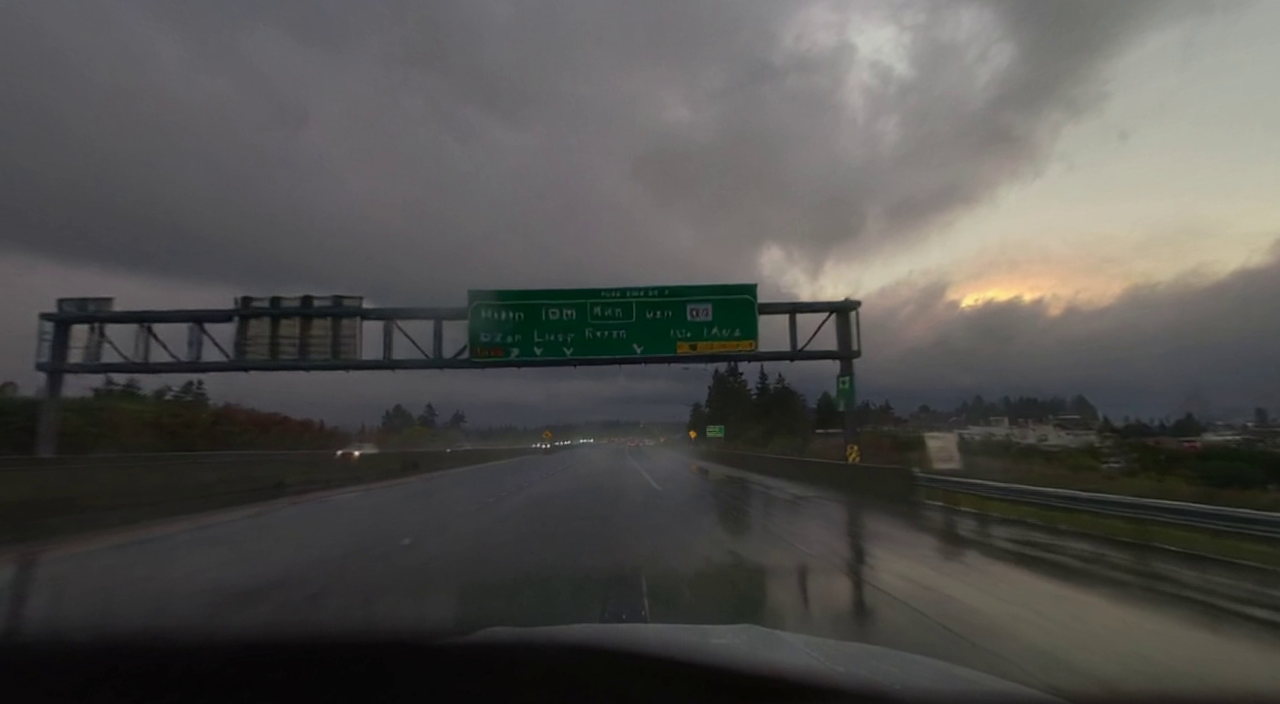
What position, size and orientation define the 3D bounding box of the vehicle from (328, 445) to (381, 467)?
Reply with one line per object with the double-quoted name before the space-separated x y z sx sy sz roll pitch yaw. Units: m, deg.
"vehicle" -21.617 7.879 47.980 2.015 1.595 4.727 0 -9 -3
